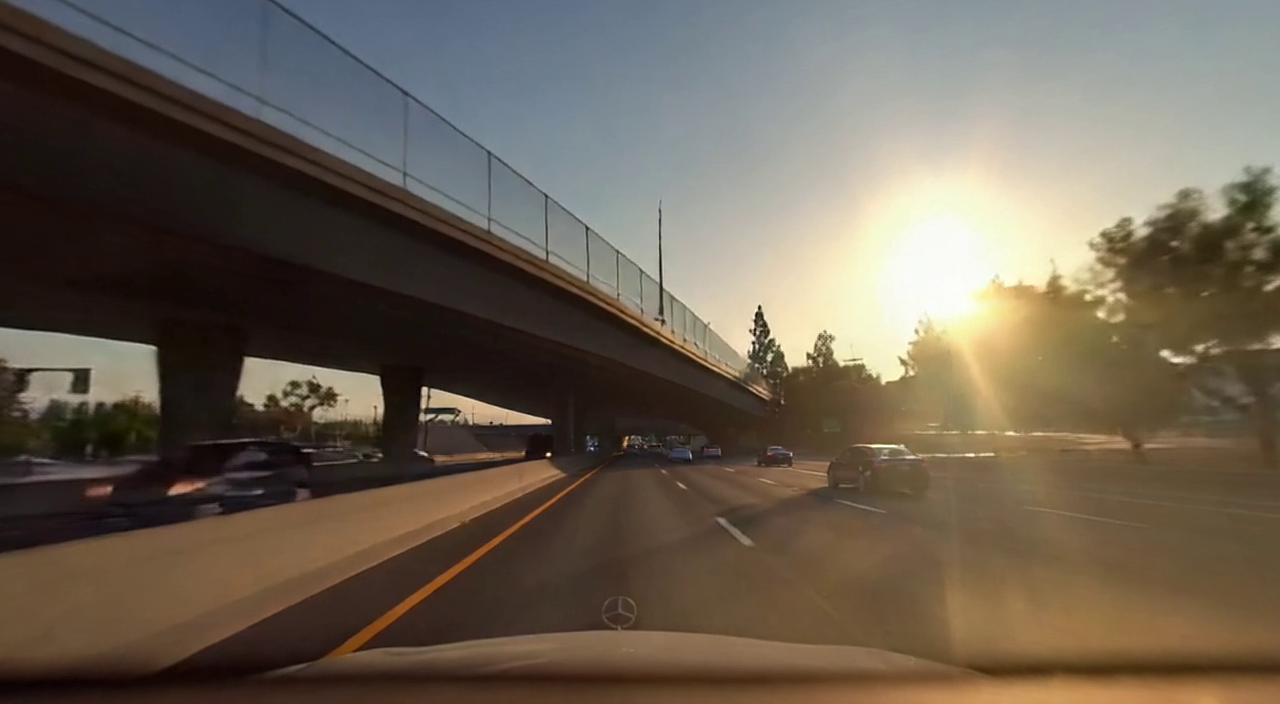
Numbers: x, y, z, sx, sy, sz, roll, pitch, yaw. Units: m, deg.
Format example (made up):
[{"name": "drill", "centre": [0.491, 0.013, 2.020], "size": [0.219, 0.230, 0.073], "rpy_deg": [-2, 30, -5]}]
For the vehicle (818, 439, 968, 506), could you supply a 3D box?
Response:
[{"name": "vehicle", "centre": [6.355, 3.046, 16.561], "size": [1.952, 1.489, 4.483], "rpy_deg": [0, -8, -2]}]

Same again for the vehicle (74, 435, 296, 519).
[{"name": "vehicle", "centre": [-10.177, 2.784, 14.654], "size": [1.974, 1.641, 4.245], "rpy_deg": [0, -8, 0]}]

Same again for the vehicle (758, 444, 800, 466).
[{"name": "vehicle", "centre": [9.521, 7.096, 43.648], "size": [1.838, 1.440, 4.121], "rpy_deg": [0, -8, -1]}]

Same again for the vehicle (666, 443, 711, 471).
[{"name": "vehicle", "centre": [2.670, 5.903, 35.778], "size": [1.993, 1.507, 4.594], "rpy_deg": [0, -8, -2]}]

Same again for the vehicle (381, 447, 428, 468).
[{"name": "vehicle", "centre": [-17.171, 7.692, 46.257], "size": [1.776, 1.473, 4.494], "rpy_deg": [0, -9, -1]}]

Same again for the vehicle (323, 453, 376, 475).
[{"name": "vehicle", "centre": [-21.262, 8.167, 46.430], "size": [1.850, 1.456, 4.403], "rpy_deg": [0, -8, -1]}]
